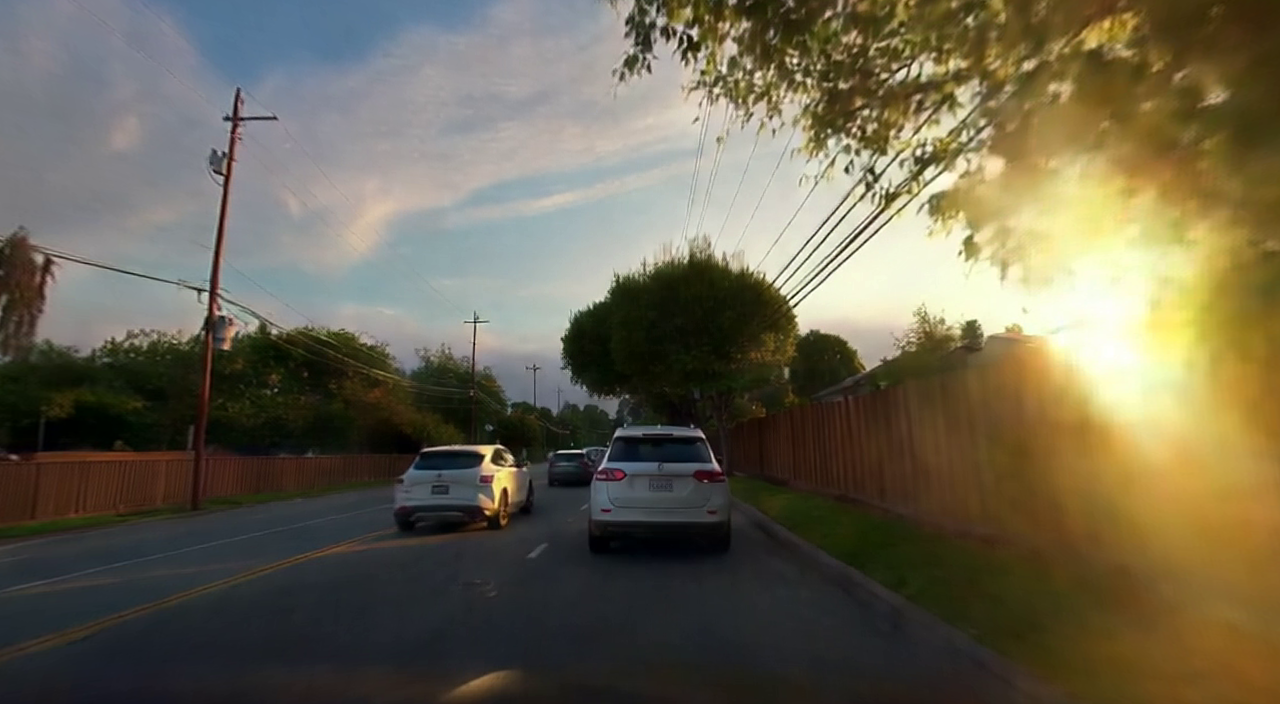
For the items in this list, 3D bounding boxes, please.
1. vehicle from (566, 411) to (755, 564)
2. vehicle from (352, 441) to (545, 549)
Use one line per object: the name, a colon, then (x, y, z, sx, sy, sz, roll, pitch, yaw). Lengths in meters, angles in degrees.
vehicle: (0.233, 1.878, 9.404, 2.174, 1.749, 4.113, 0, -9, 0)
vehicle: (-2.992, 2.306, 10.866, 1.979, 1.489, 4.006, 0, -9, 1)
